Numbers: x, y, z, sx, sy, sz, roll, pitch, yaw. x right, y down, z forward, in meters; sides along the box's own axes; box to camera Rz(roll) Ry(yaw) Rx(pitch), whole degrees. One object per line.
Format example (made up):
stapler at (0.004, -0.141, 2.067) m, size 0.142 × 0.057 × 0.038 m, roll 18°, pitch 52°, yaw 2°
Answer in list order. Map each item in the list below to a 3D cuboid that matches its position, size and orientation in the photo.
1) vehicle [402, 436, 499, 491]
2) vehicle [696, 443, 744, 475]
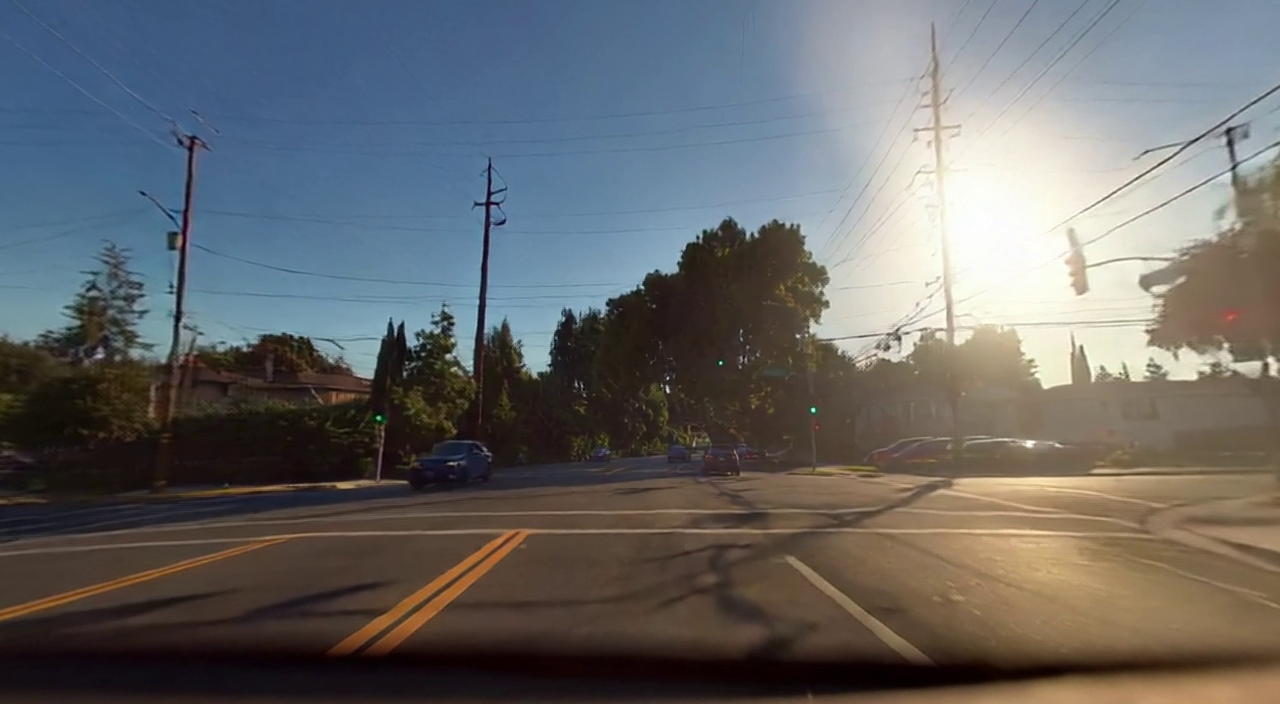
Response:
vehicle at (-6.610, 3.914, 22.542) m, size 1.959 × 1.741 × 4.393 m, roll 0°, pitch -8°, yaw 2°
vehicle at (3.981, 5.389, 32.074) m, size 1.951 × 1.479 × 4.487 m, roll 0°, pitch -8°, yaw 1°
